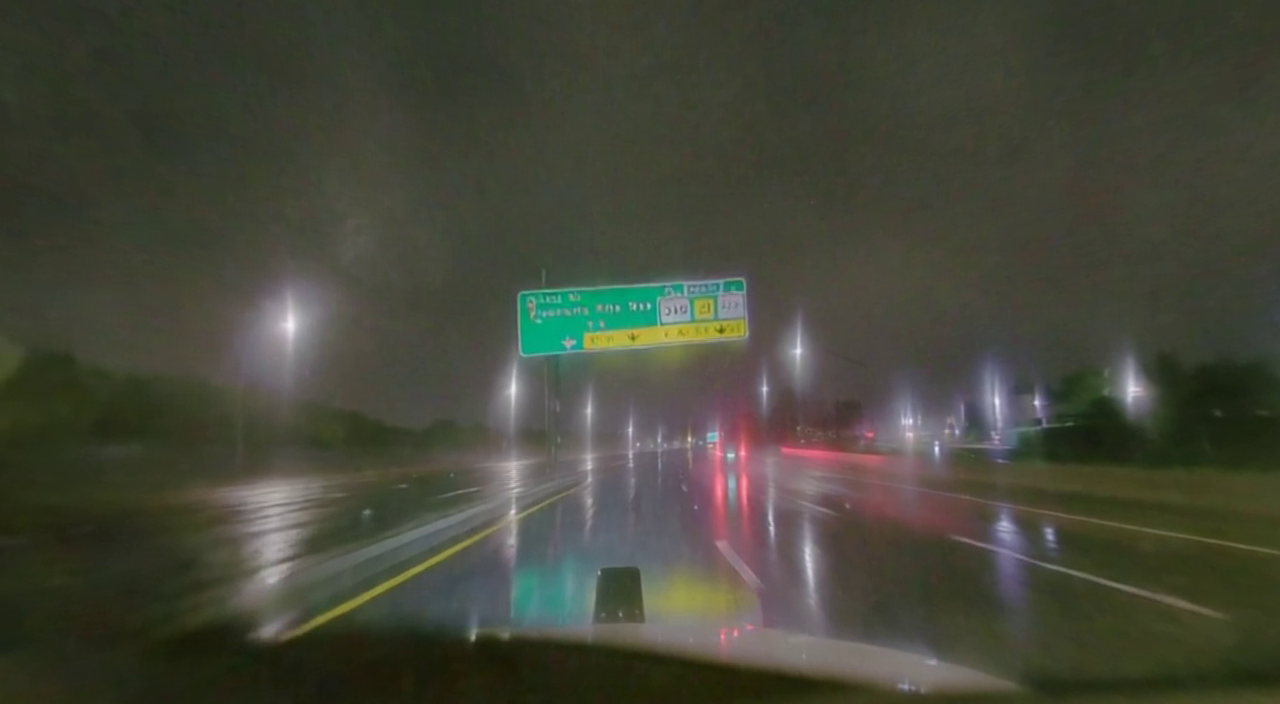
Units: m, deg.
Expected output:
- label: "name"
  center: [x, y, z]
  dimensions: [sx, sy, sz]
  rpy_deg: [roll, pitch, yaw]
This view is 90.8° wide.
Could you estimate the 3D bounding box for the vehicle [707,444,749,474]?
- label: "vehicle"
  center: [4.739, 5.818, 34.623]
  dimensions: [1.874, 1.506, 4.116]
  rpy_deg: [-1, -9, 2]
